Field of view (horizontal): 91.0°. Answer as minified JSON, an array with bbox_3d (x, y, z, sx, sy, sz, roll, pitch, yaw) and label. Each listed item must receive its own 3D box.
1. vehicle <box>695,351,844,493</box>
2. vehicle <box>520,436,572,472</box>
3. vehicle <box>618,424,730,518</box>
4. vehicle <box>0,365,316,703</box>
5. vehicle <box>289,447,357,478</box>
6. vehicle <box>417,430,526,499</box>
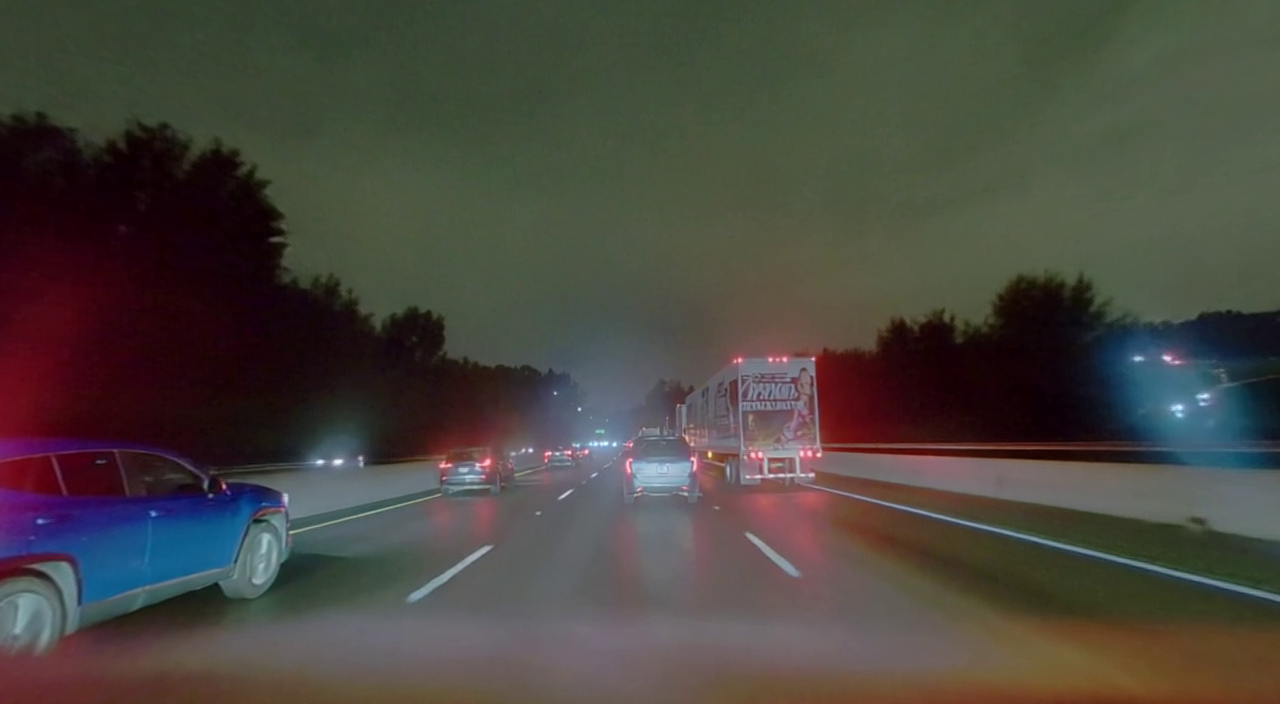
[{"bbox_3d":[4.329,3.000,25.259,2.828,4.081,14.220,0,-8,-1],"label":"vehicle"},{"bbox_3d":[-4.760,5.211,32.397,2.014,1.683,4.275,0,-8,0],"label":"vehicle"},{"bbox_3d":[0.577,2.404,13.168,2.017,1.662,3.543,0,-8,-1],"label":"vehicle"},{"bbox_3d":[-4.094,1.003,3.710,1.983,1.666,4.452,0,-8,0],"label":"vehicle"},{"bbox_3d":[-18.905,6.588,37.765,1.873,1.674,4.333,0,-8,-1],"label":"vehicle"},{"bbox_3d":[-4.375,2.966,17.023,1.905,1.642,3.803,0,-8,0],"label":"vehicle"}]
